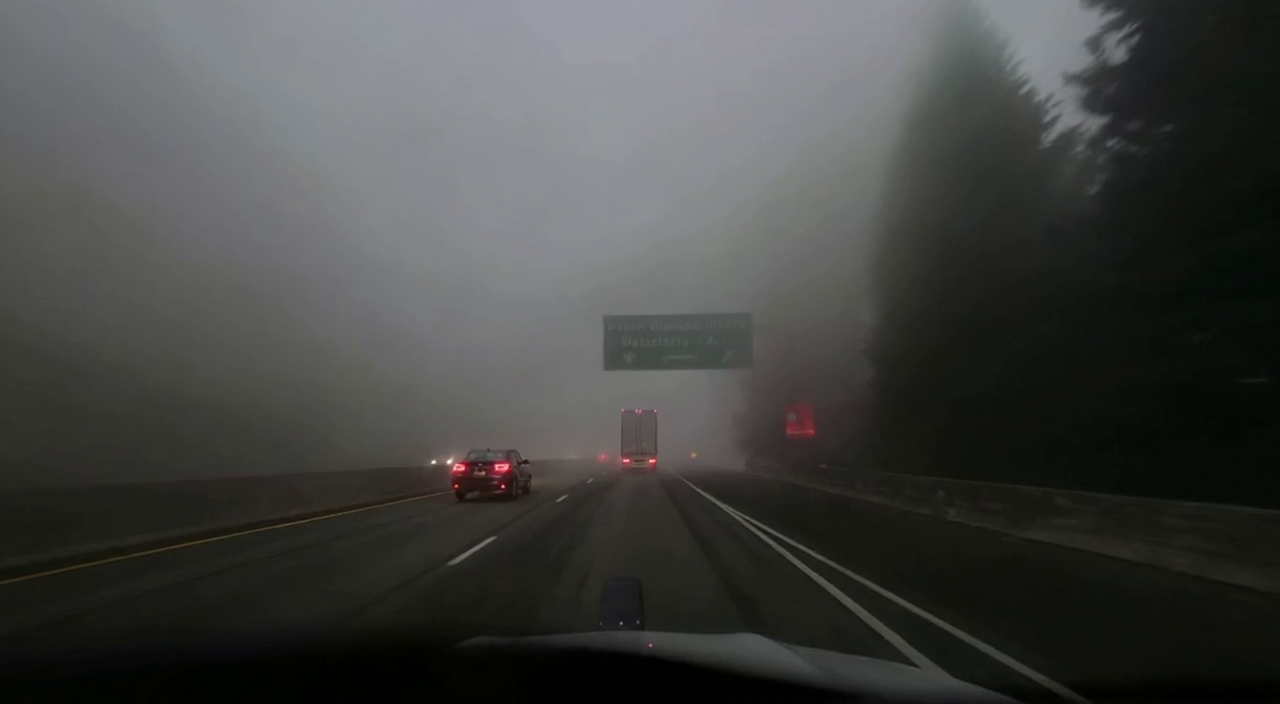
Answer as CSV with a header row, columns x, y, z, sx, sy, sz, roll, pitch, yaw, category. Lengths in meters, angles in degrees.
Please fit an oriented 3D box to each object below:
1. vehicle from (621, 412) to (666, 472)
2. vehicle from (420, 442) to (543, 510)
x,y,z,sx,sy,sz,roll,pitch,yaw,category
0.123,6.467,45.117,2.864,3.805,9.500,0,-9,-1,vehicle
-3.969,3.185,16.670,2.053,1.523,4.450,0,-9,0,vehicle
